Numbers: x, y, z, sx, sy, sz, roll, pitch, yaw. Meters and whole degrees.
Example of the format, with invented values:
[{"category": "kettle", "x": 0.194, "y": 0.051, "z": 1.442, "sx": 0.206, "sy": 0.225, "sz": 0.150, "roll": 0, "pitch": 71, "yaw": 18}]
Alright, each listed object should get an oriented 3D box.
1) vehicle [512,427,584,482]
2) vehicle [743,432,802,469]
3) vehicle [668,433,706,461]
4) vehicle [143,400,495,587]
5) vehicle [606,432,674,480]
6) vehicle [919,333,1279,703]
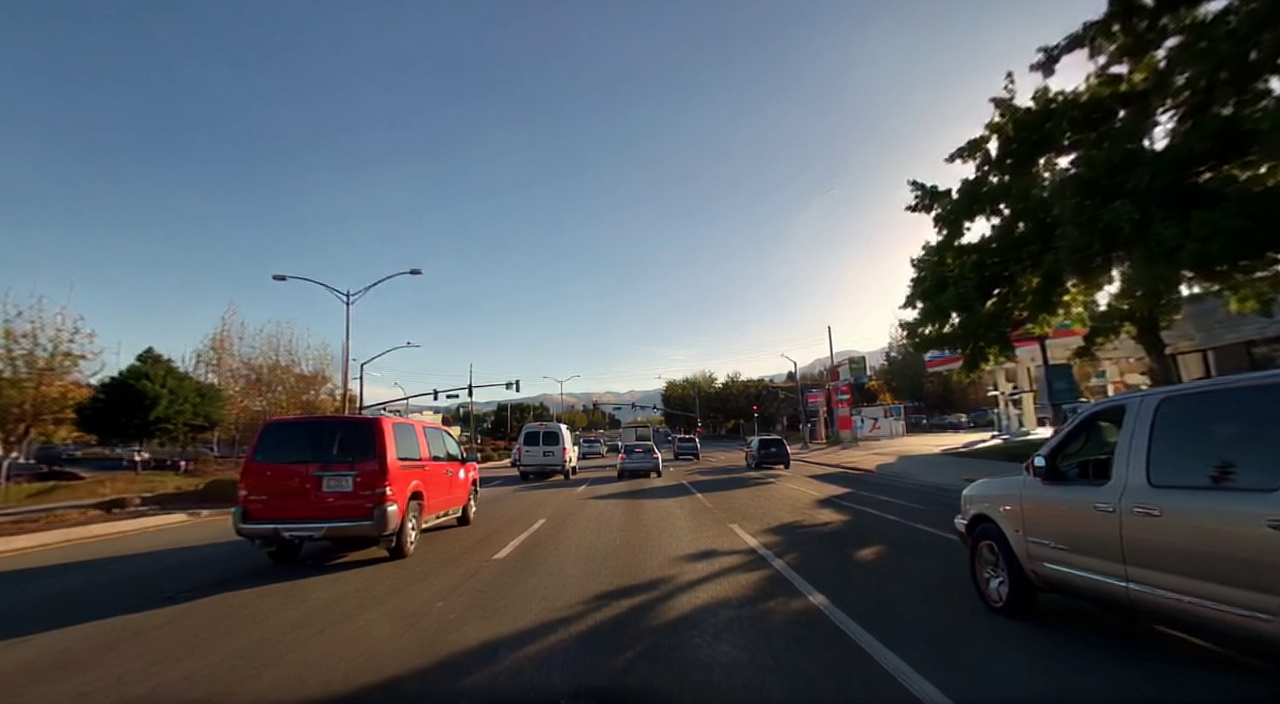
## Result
[{"category": "vehicle", "x": -3.498, "y": 4.004, "z": 24.820, "sx": 2.025, "sy": 1.936, "sz": 4.995, "roll": 0, "pitch": -8, "yaw": 1}, {"category": "vehicle", "x": 6.563, "y": 4.939, "z": 31.561, "sx": 2.119, "sy": 1.696, "sz": 4.623, "roll": 0, "pitch": -8, "yaw": 2}, {"category": "vehicle", "x": 3.255, "y": 6.721, "z": 44.411, "sx": 2.193, "sy": 1.795, "sz": 5.130, "roll": 0, "pitch": -8, "yaw": -1}, {"category": "vehicle", "x": -3.632, "y": 1.713, "z": 8.563, "sx": 2.002, "sy": 1.747, "sz": 5.173, "roll": 0, "pitch": -8, "yaw": 1}, {"category": "vehicle", "x": 0.008, "y": 4.152, "z": 25.318, "sx": 2.426, "sy": 1.703, "sz": 5.602, "roll": 0, "pitch": -8, "yaw": 0}, {"category": "vehicle", "x": 3.654, "y": 0.972, "z": 3.526, "sx": 2.055, "sy": 1.786, "sz": 4.817, "roll": 0, "pitch": -8, "yaw": 2}]
